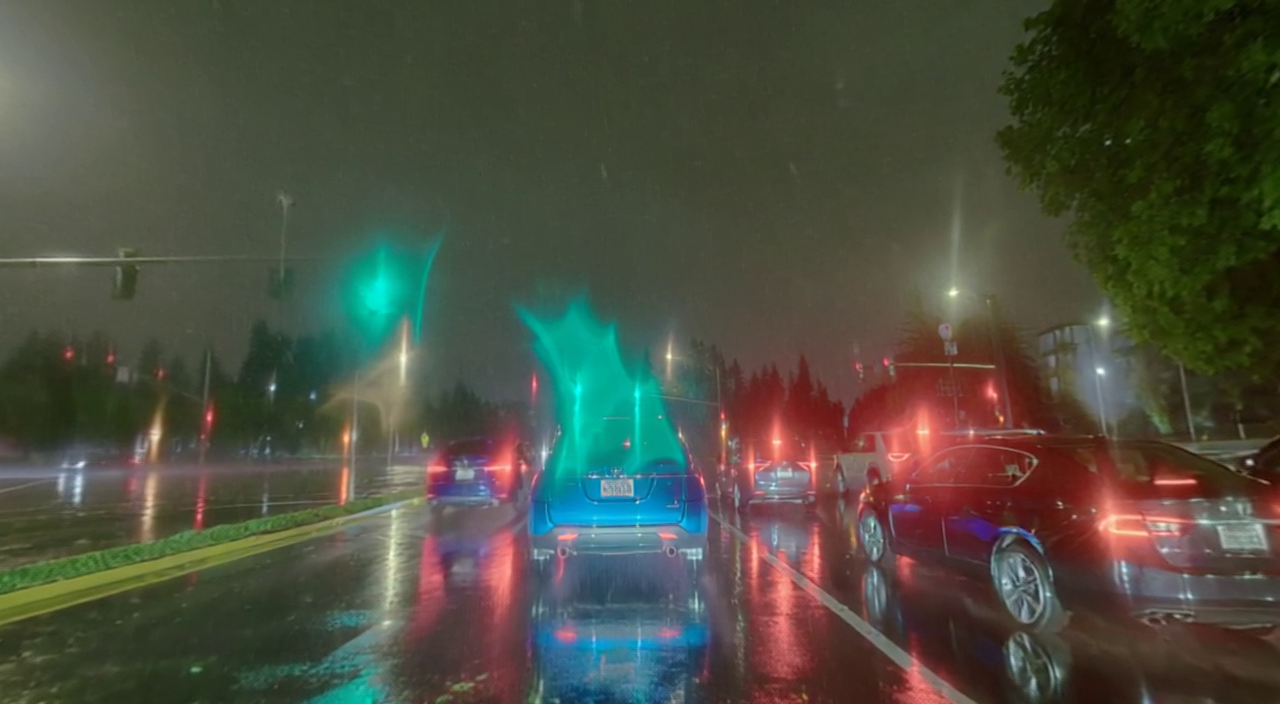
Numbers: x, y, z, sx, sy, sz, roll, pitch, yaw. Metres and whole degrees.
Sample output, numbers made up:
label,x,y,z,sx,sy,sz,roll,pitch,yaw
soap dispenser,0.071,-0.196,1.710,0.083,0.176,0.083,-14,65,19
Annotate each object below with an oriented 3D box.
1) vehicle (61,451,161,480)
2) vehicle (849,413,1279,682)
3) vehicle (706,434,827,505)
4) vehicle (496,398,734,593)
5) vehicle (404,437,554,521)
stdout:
label,x,y,z,sx,sy,sz,roll,pitch,yaw
vehicle,-35.112,7.518,42.056,4.446,1.821,2.276,1,-8,-5
vehicle,3.601,1.395,5.690,1.861,1.478,4.185,0,-8,-2
vehicle,2.966,2.857,15.774,1.950,1.506,4.086,0,-8,-3
vehicle,-0.277,1.558,7.630,2.101,1.707,3.904,0,-8,-2
vehicle,-3.209,2.619,13.620,2.077,1.493,4.281,0,-9,0
